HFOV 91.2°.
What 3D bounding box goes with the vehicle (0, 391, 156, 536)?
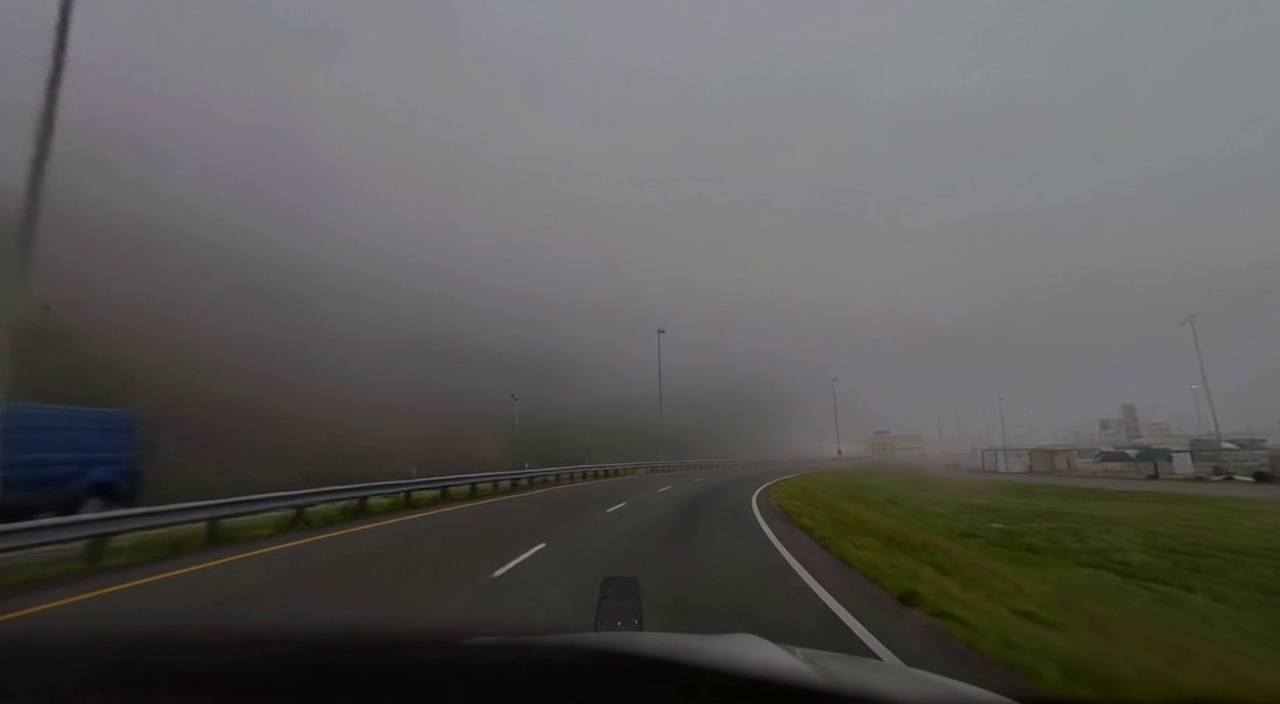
[{"bbox_3d":[-12.934,2.100,11.848,2.396,2.635,5.921,-1,-9,5],"label":"vehicle"}]
